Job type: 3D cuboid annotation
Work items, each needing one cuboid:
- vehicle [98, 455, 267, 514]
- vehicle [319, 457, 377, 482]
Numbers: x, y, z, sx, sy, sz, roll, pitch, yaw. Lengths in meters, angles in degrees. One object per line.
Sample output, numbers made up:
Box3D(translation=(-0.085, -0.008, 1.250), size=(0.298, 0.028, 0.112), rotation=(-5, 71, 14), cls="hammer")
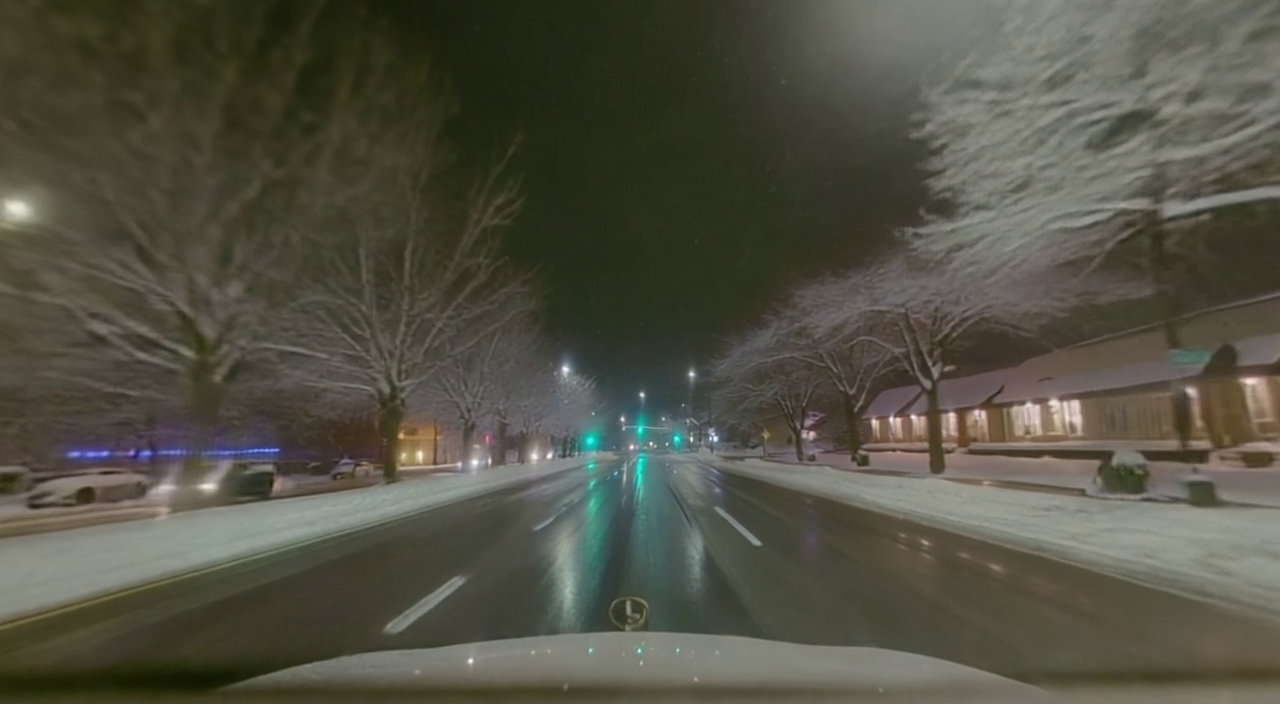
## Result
Box3D(translation=(-14.510, 4.189, 20.412), size=(1.975, 1.499, 4.658), rotation=(-3, -8, 0), cls="vehicle")
Box3D(translation=(-21.430, 8.631, 46.493), size=(1.881, 1.537, 4.611), rotation=(-3, -9, 3), cls="vehicle")
